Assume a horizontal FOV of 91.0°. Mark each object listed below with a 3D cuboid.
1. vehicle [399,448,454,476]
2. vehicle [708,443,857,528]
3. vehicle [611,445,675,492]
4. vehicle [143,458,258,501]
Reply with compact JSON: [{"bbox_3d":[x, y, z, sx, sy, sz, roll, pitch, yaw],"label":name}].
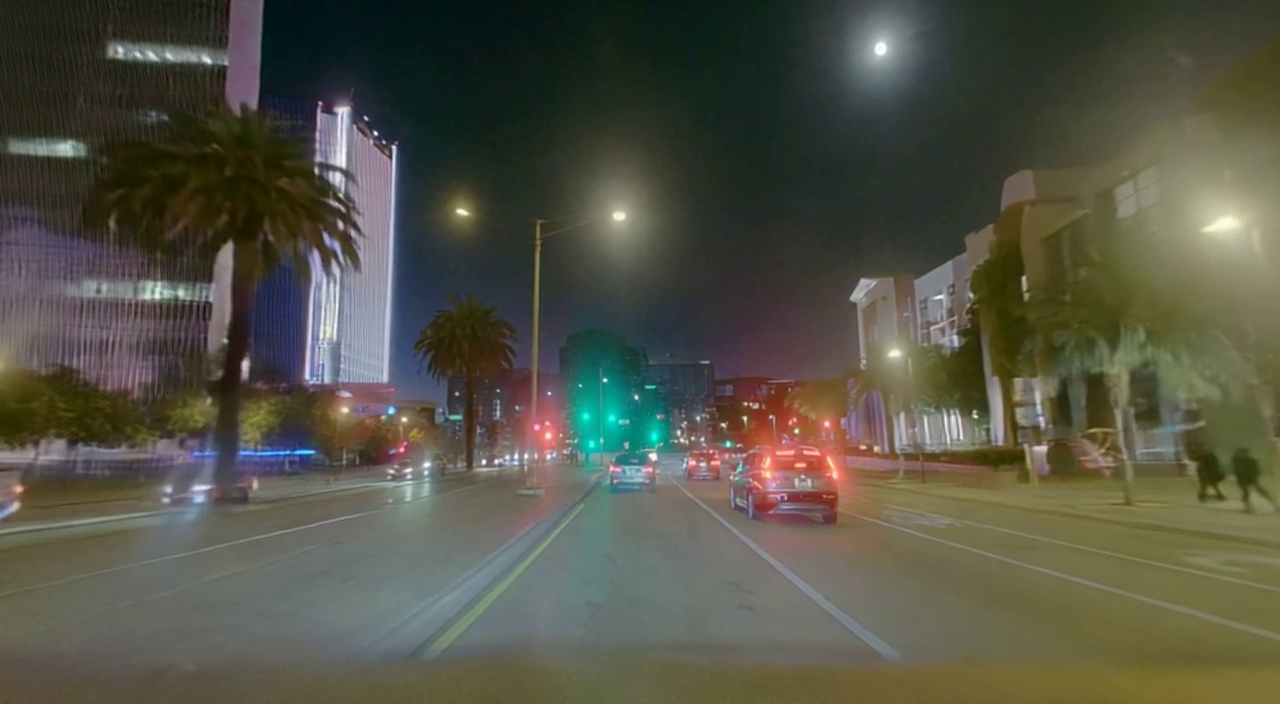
[{"bbox_3d":[-15.404,7.940,45.711,2.048,1.830,5.136,-1,-8,3],"label":"vehicle"},{"bbox_3d":[2.813,2.766,13.788,2.051,1.509,4.933,0,-9,-1],"label":"vehicle"},{"bbox_3d":[0.167,4.056,22.254,2.077,1.518,3.760,0,-9,2],"label":"vehicle"},{"bbox_3d":[-18.203,5.265,26.313,1.887,1.569,4.014,0,-9,0],"label":"vehicle"}]
